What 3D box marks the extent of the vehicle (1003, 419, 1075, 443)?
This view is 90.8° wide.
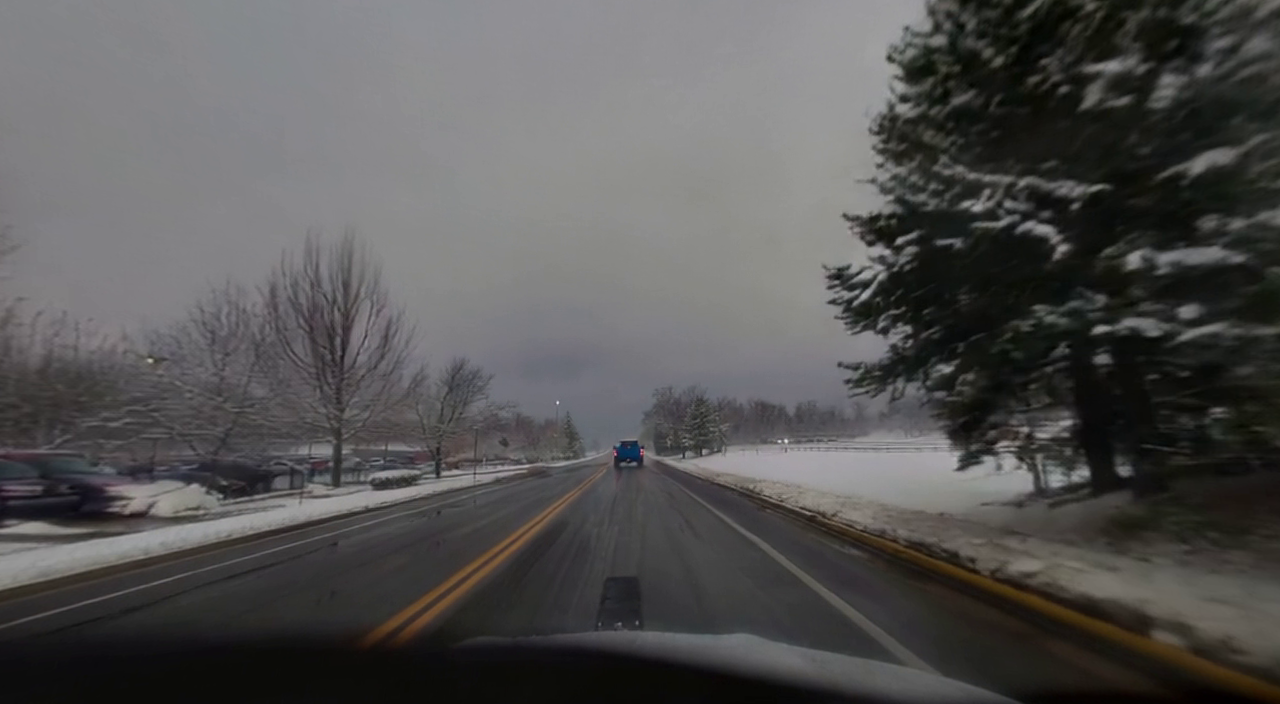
[{"bbox_3d":[26.172,5.242,41.566,1.816,1.517,3.920,1,-9,-8],"label":"vehicle"}]

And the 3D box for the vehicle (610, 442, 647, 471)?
[{"bbox_3d":[-0.881,7.804,47.469,2.556,2.063,5.578,0,-9,-1],"label":"vehicle"}]
